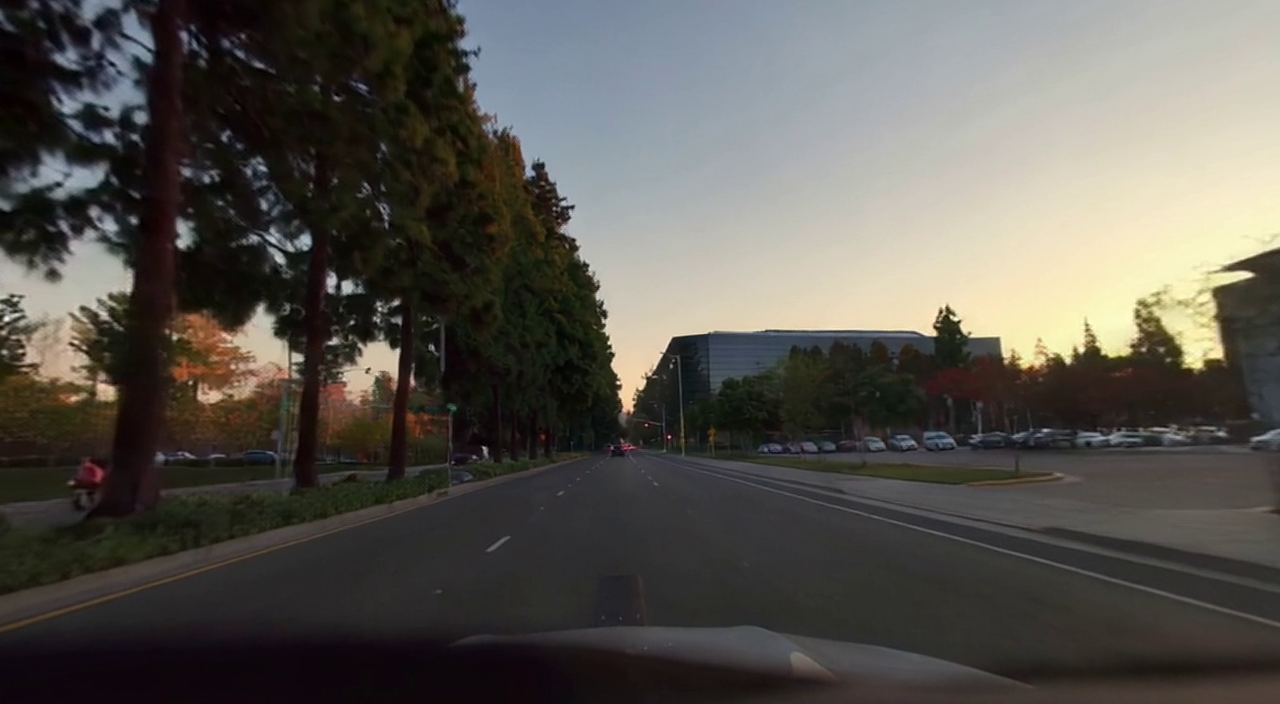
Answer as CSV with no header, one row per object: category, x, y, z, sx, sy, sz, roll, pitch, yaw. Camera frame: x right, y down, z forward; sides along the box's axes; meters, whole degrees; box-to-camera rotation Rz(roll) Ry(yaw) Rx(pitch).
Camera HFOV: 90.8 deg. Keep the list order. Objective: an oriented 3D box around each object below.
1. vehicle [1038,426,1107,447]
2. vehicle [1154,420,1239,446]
vehicle,32.746,6.484,48.006,1.850,1.490,4.701,0,-9,0
vehicle,43.352,6.384,49.392,1.929,1.842,4.959,0,-9,-3
